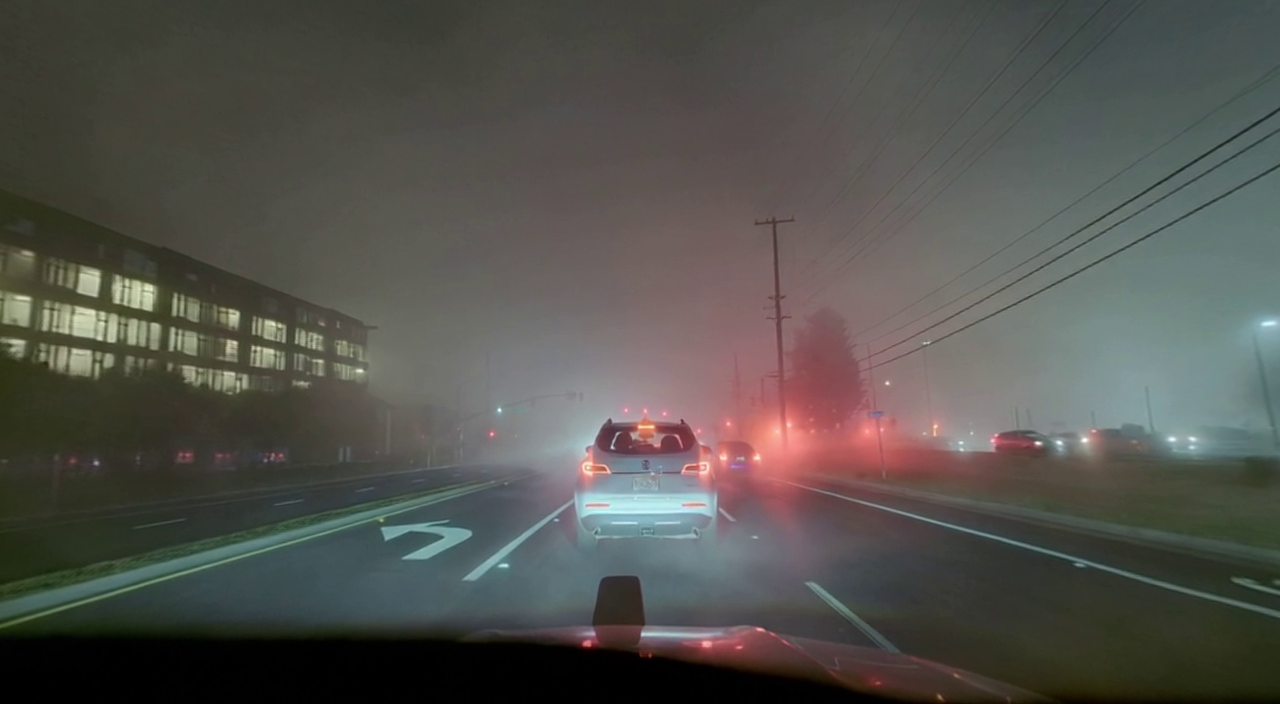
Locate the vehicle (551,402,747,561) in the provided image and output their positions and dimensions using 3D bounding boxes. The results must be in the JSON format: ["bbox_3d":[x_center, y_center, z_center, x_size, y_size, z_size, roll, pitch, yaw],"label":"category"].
[{"bbox_3d":[0.102,1.787,9.347,2.189,1.776,4.342,0,-9,0],"label":"vehicle"}]
